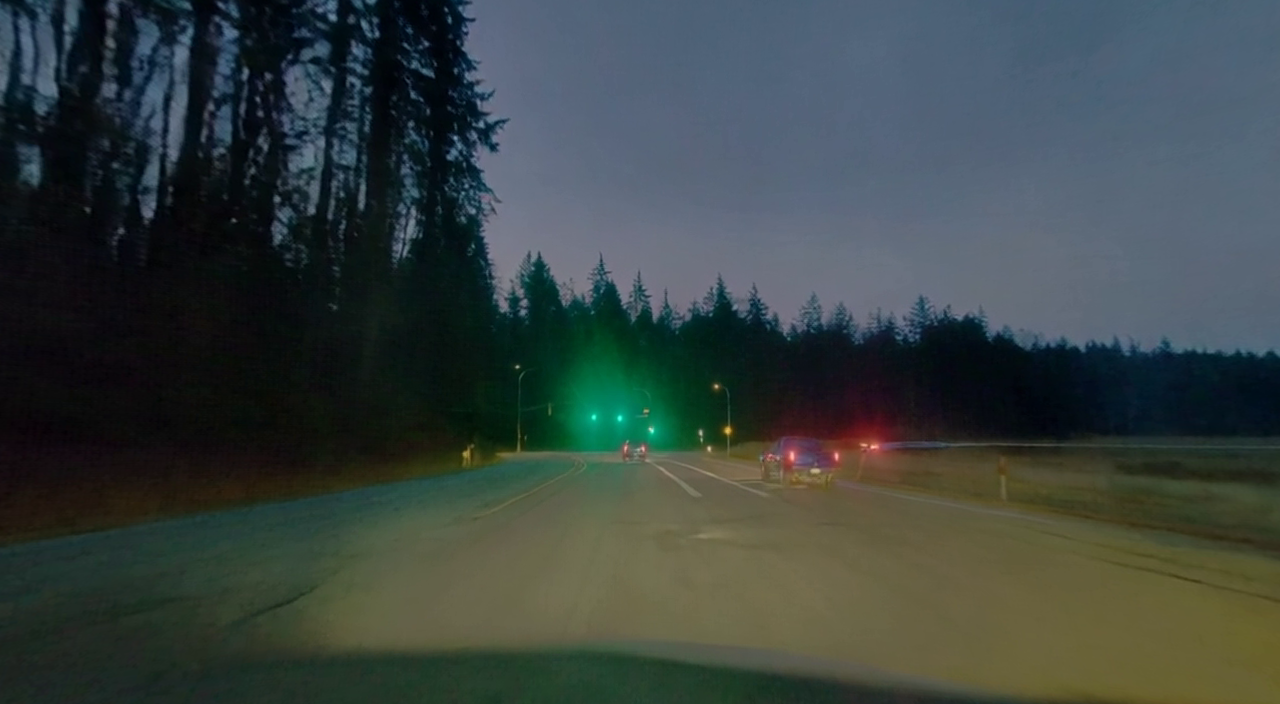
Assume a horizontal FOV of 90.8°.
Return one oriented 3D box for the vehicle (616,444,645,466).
[{"bbox_3d":[-0.738,7.624,46.946,2.042,1.489,3.963,0,-9,-1],"label":"vehicle"}]
